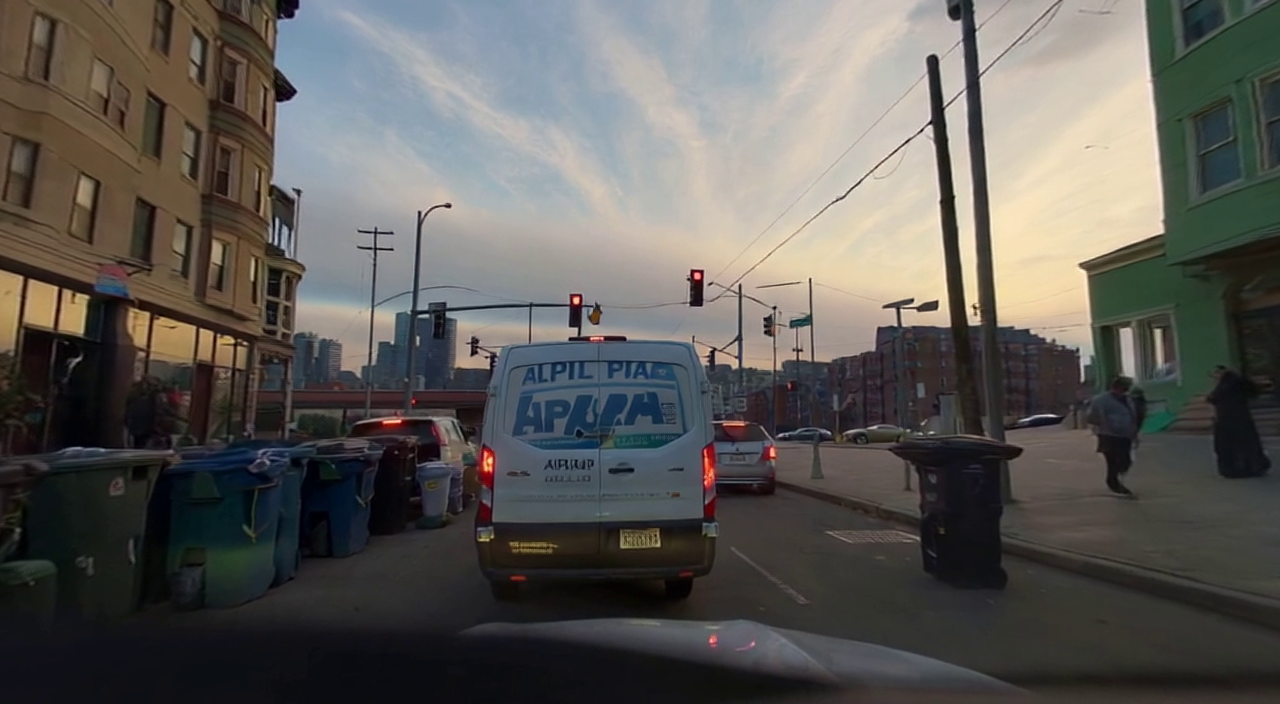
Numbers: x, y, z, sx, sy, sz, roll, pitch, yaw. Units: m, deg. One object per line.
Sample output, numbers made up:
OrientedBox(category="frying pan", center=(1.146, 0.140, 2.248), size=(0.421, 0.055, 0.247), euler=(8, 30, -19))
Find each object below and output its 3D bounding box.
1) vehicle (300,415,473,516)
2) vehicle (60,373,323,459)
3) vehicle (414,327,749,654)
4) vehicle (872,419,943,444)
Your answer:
OrientedBox(category="vehicle", center=(-4.175, 1.896, 10.990), size=(1.841, 1.461, 3.426), euler=(1, -8, -5))
OrientedBox(category="vehicle", center=(-17.836, 2.661, 25.697), size=(8.088, 3.213, 2.801), euler=(1, -8, -9))
OrientedBox(category="vehicle", center=(-0.481, 1.085, 5.922), size=(1.951, 1.907, 4.266), euler=(1, -8, -4))
OrientedBox(category="vehicle", center=(15.348, 4.564, 36.179), size=(3.381, 1.391, 1.529), euler=(1, -8, -9))
